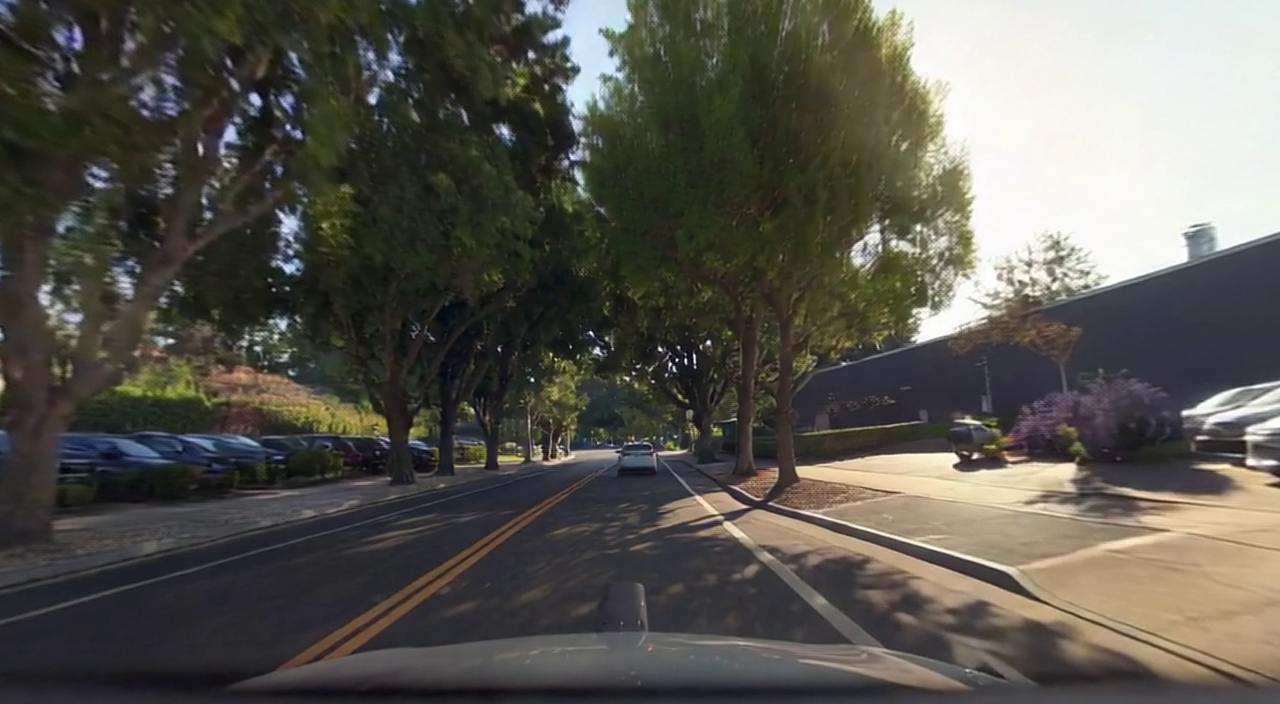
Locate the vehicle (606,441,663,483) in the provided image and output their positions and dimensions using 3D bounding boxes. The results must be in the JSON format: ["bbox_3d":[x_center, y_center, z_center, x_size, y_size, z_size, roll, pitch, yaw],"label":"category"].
[{"bbox_3d":[-0.212,4.500,26.276,2.152,1.574,4.223,-1,-8,0],"label":"vehicle"}]
